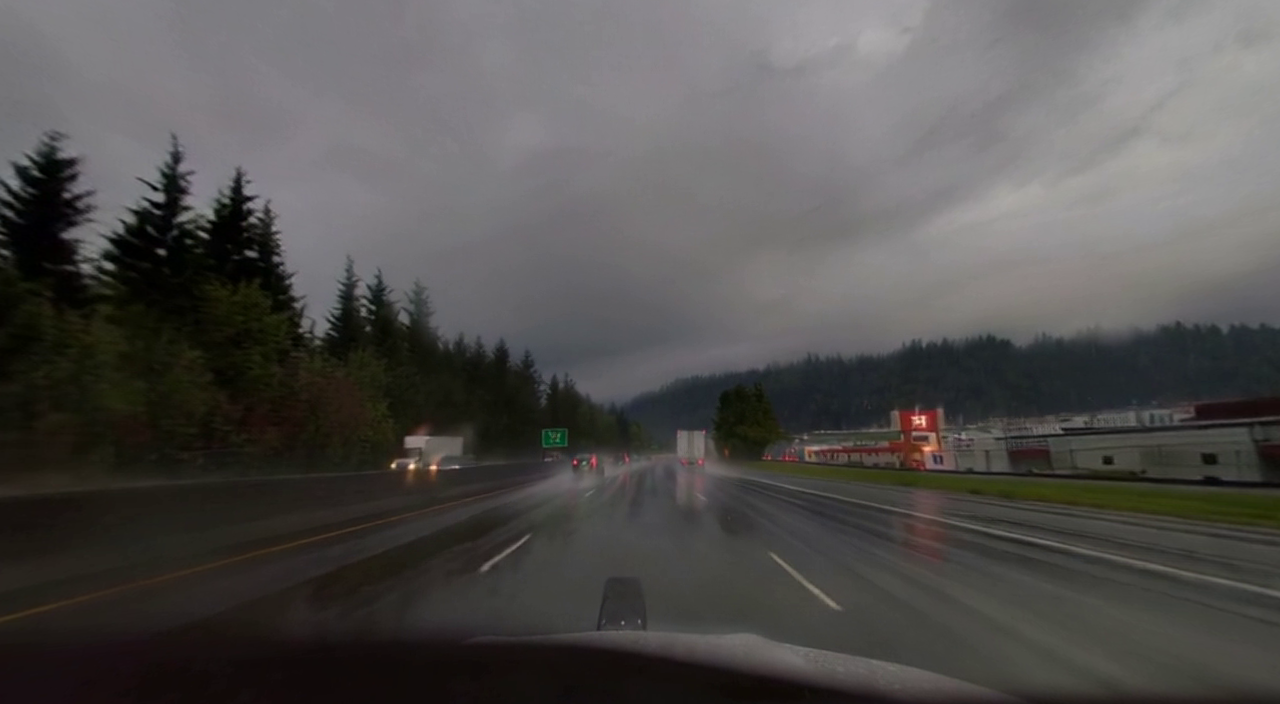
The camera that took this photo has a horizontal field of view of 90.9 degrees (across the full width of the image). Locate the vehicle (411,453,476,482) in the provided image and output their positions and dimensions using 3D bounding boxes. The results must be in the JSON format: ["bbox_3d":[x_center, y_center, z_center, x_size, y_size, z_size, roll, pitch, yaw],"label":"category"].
[{"bbox_3d":[-10.432,6.152,33.824,1.900,1.467,4.480,0,-9,2],"label":"vehicle"}]

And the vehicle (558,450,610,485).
[{"bbox_3d":[-2.595,5.514,30.288,2.035,1.513,4.272,0,-9,1],"label":"vehicle"}]
